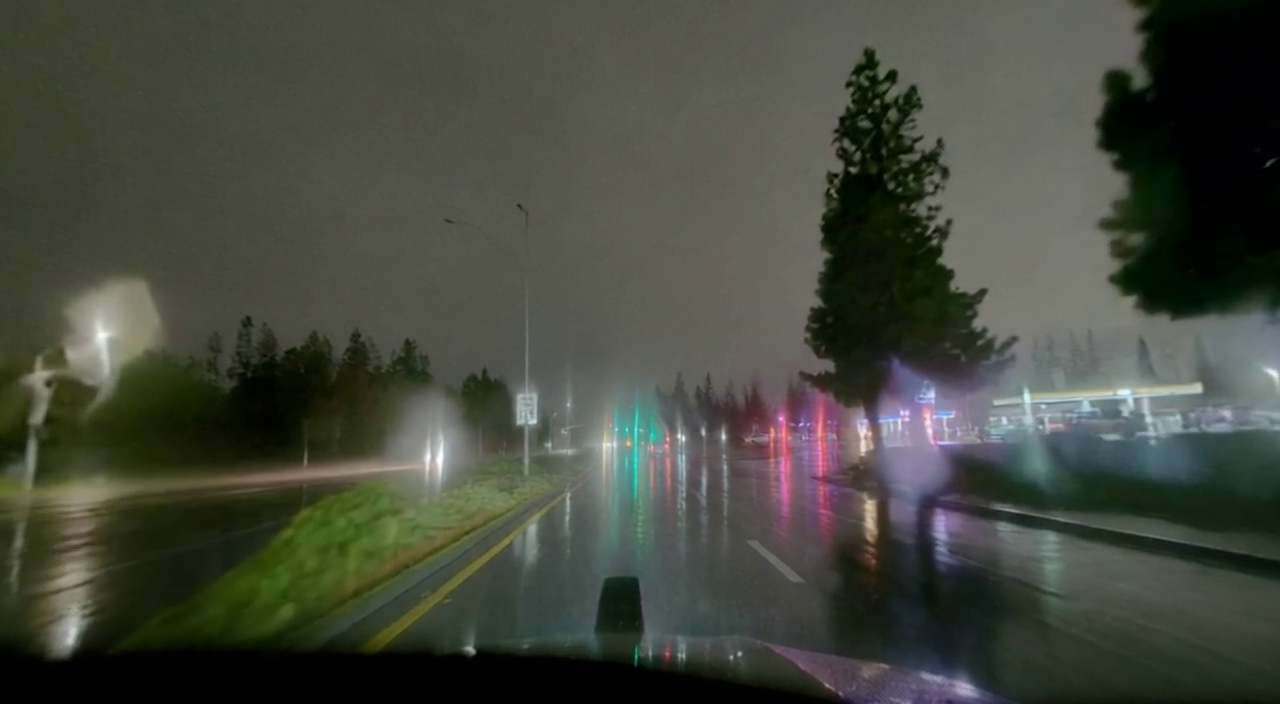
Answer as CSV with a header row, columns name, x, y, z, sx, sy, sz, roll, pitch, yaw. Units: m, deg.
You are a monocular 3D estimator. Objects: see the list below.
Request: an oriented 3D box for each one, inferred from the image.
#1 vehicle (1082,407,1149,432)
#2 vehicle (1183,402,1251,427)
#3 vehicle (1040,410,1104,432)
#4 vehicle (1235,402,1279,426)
name,x,y,z,sx,sy,sz,roll,pitch,yaw
vehicle,32.155,4.578,42.707,3.905,1.420,1.692,0,-9,-23
vehicle,43.986,4.813,48.134,4.497,1.696,1.939,4,-9,-23
vehicle,30.844,4.934,45.116,3.747,1.423,1.776,1,-10,-21
vehicle,45.097,4.473,45.408,4.188,1.566,1.854,4,-9,-25
